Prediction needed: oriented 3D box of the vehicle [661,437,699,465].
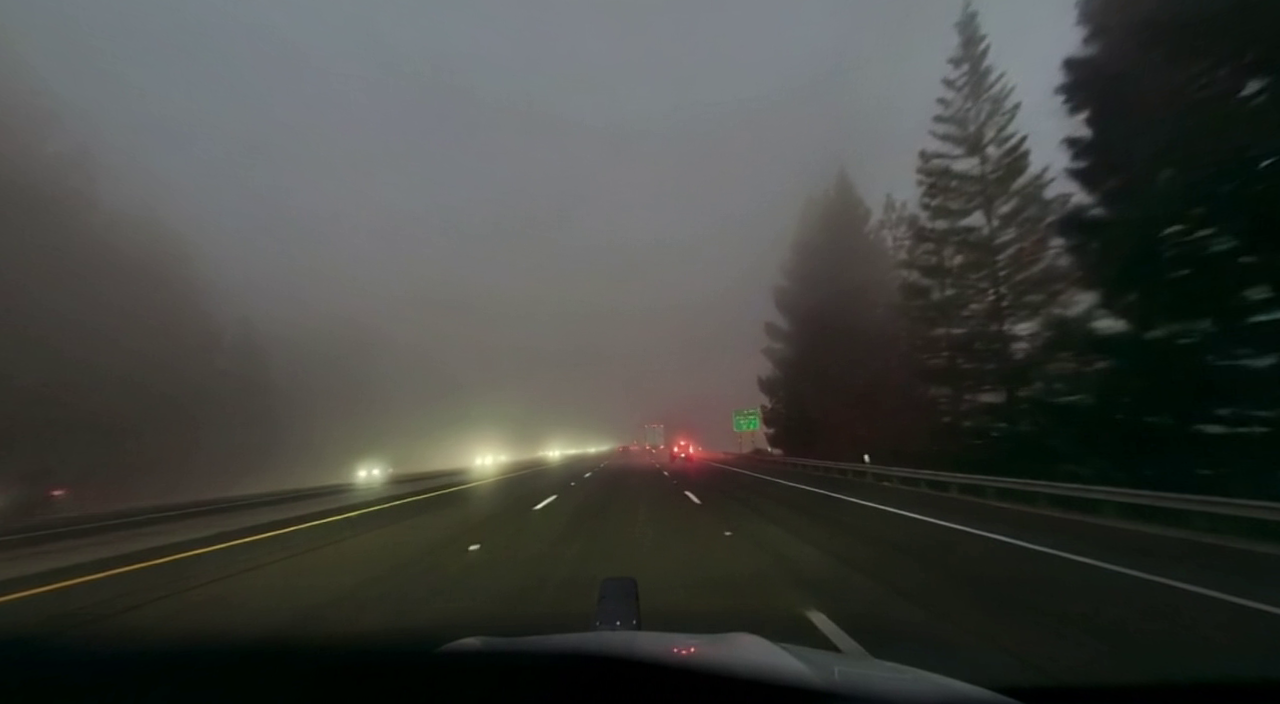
[{"bbox_3d":[2.550,6.525,41.720,2.065,1.760,4.488,0,-8,-2],"label":"vehicle"}]
